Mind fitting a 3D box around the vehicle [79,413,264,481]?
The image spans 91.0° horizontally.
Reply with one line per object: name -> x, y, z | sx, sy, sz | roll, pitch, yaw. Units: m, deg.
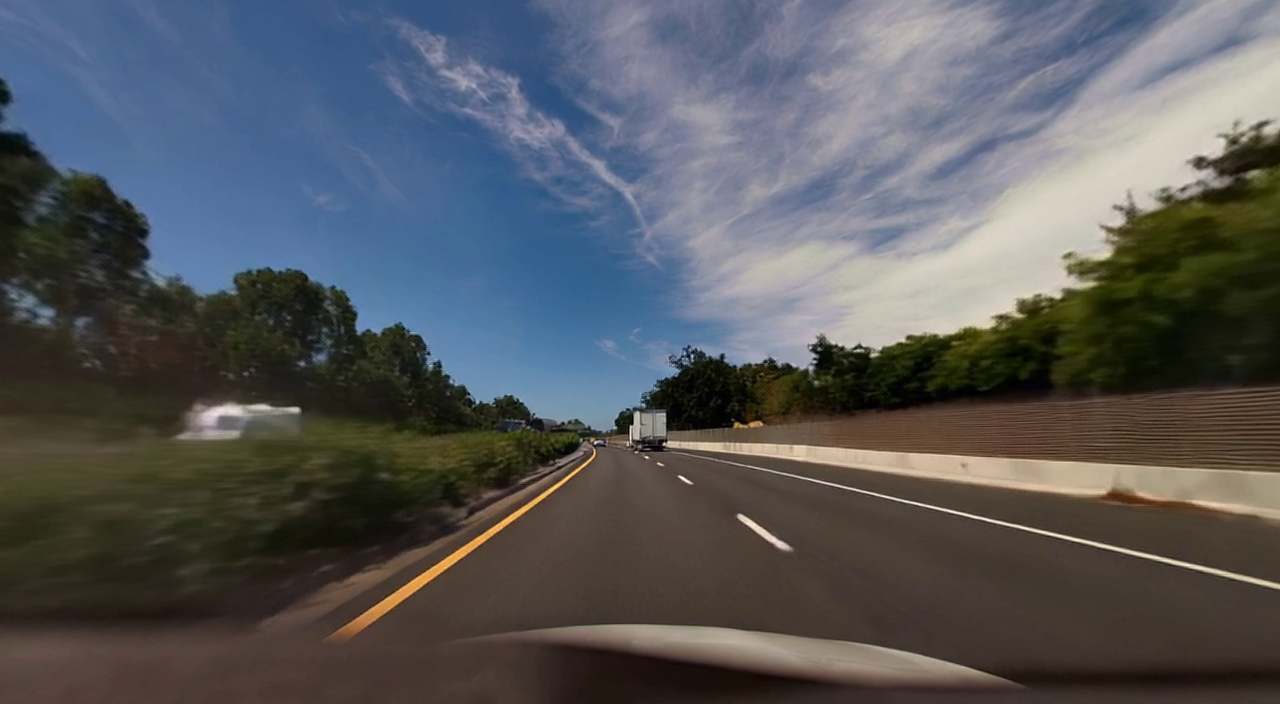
vehicle -> -12.209, 2.524, 16.827 | 1.829, 1.570, 4.180 | 0, -8, -3
